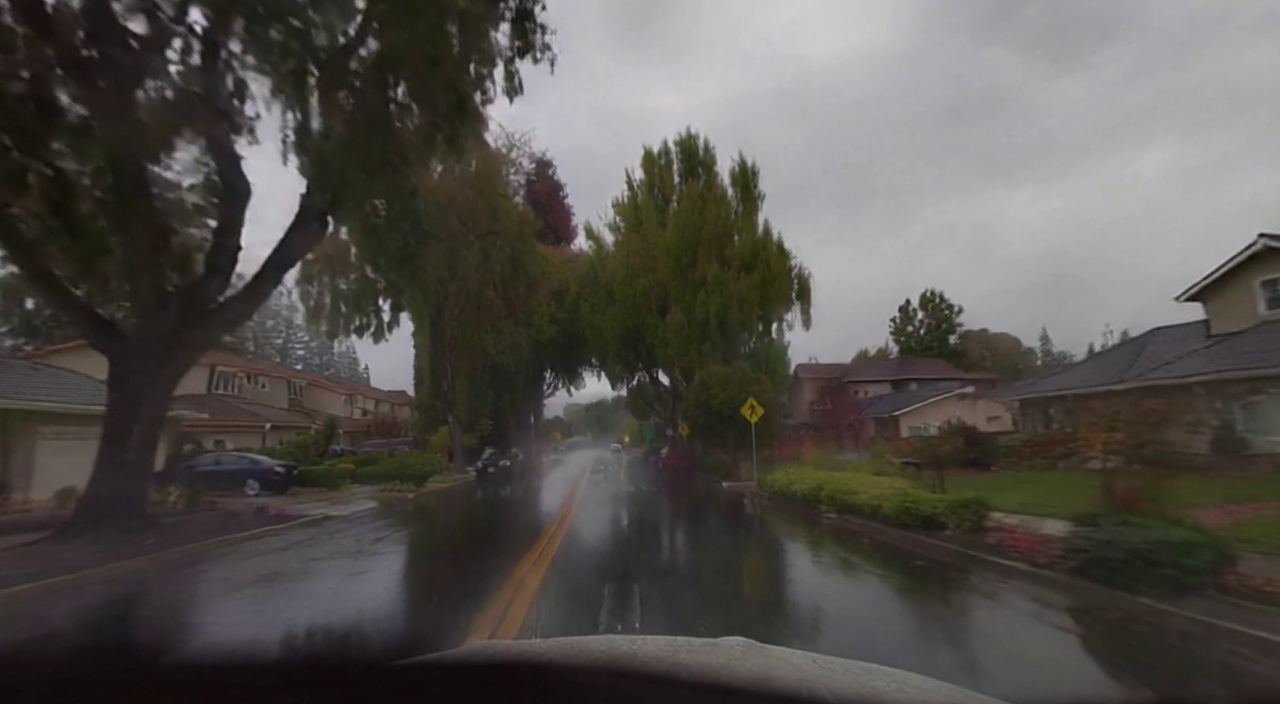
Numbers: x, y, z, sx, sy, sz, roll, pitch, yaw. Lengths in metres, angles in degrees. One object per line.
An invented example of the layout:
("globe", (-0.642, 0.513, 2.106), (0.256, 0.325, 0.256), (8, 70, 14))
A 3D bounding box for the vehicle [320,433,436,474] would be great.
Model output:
("vehicle", (-14.074, 5.468, 34.193), (5.234, 2.076, 2.197), (0, -8, -1))

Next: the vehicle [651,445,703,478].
("vehicle", (1.787, 5.465, 31.873), (2.047, 1.532, 4.350), (0, -8, -4))

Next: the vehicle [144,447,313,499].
("vehicle", (-12.868, 3.776, 19.984), (3.989, 1.485, 1.814), (0, -8, -4))

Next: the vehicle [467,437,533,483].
("vehicle", (-6.592, 5.151, 30.289), (2.155, 1.907, 5.100), (-2, -9, -2))
